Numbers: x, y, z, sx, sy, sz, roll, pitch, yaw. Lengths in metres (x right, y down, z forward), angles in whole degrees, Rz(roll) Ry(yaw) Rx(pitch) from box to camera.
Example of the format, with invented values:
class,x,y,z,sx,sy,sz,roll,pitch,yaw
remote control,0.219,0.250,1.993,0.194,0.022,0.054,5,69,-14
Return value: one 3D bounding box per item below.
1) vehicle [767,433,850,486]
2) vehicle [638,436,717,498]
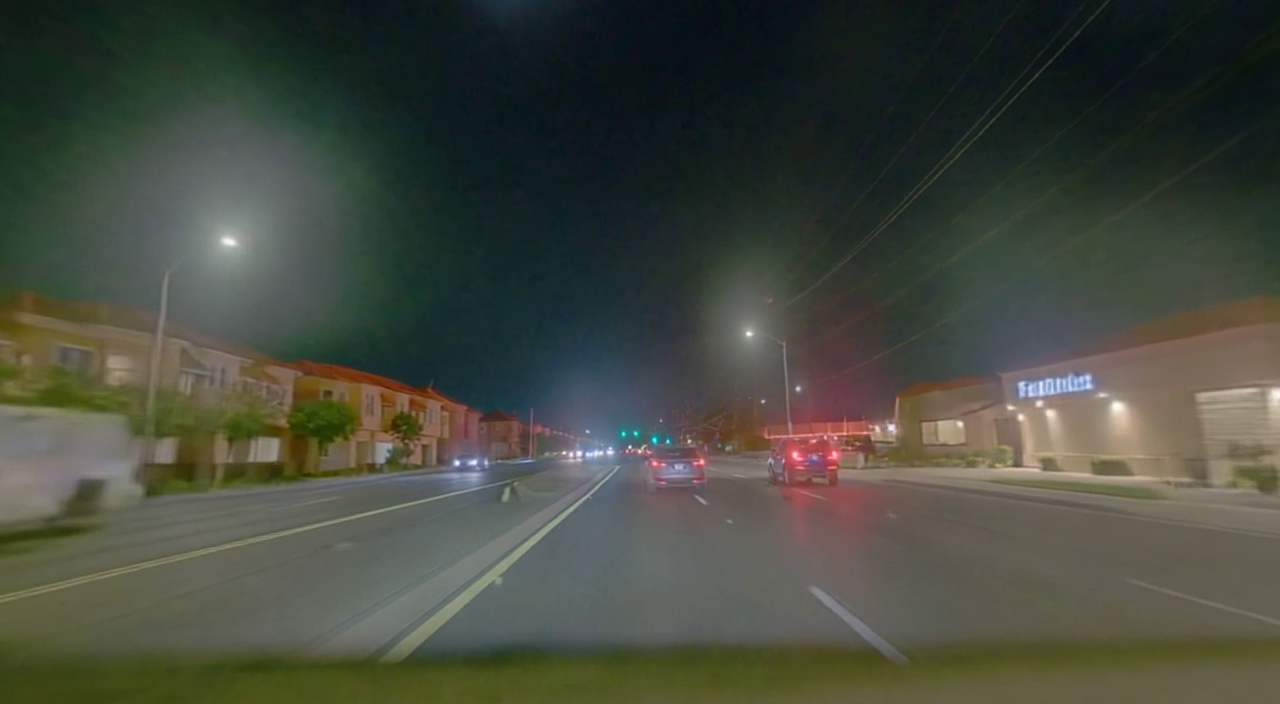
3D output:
class,x,y,z,sx,sy,sz,roll,pitch,yaw
vehicle,6.483,4.211,24.817,2.061,1.889,4.268,0,-9,0
vehicle,1.034,3.541,19.728,2.138,1.702,4.168,0,-9,-1
